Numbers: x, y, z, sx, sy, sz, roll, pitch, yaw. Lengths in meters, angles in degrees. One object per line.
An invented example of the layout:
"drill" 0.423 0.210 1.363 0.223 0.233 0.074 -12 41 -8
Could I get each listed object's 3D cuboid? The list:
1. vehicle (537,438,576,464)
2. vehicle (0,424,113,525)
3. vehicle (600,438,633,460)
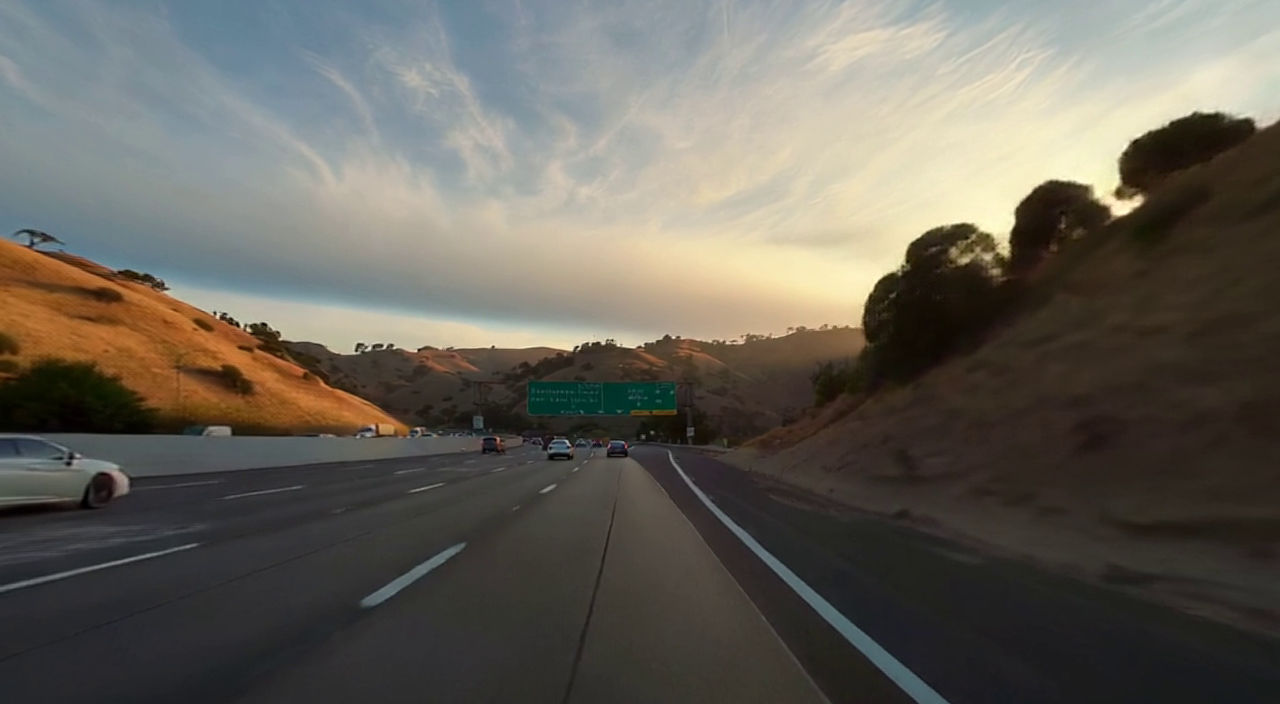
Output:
"vehicle" -5.344 6.419 40.942 2.060 1.631 4.214 0 -8 -1
"vehicle" -11.502 1.994 10.203 2.047 1.645 4.451 0 -8 -1
"vehicle" -1.803 7.489 48.623 2.421 1.594 4.248 0 -8 -2
